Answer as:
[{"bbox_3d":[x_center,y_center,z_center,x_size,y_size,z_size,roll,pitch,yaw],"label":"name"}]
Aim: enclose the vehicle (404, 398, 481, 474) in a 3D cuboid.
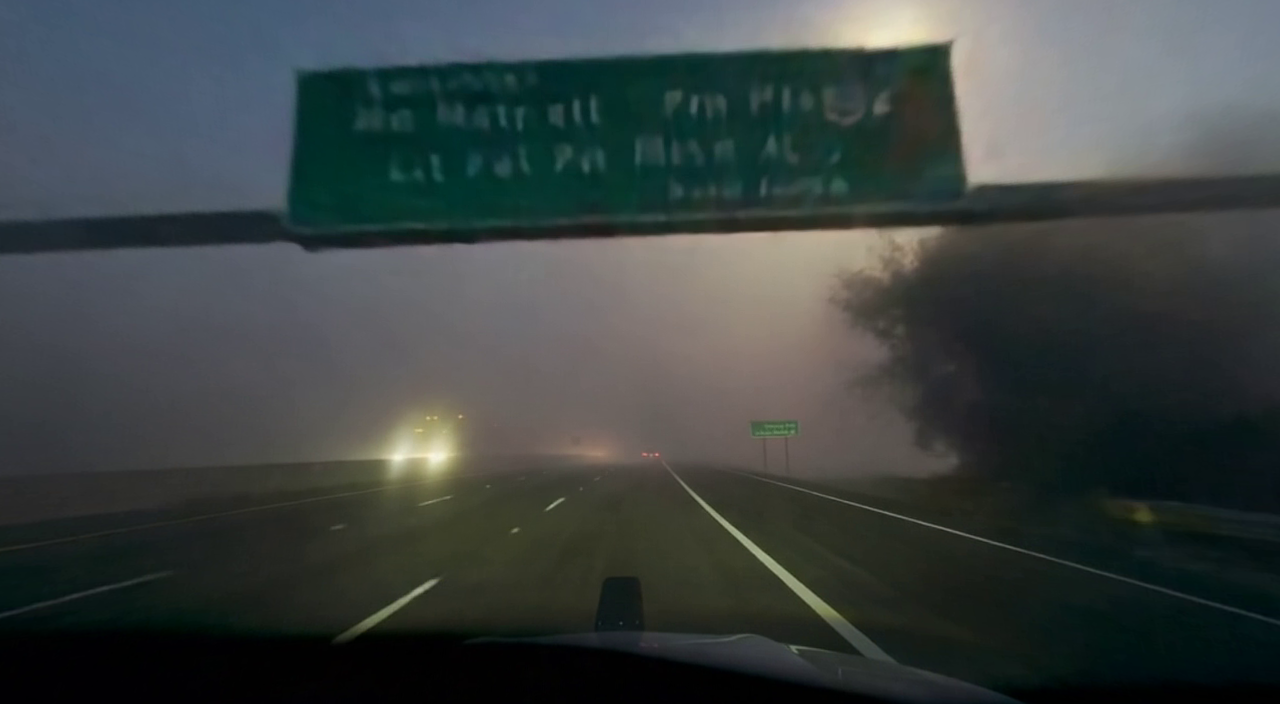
[{"bbox_3d":[-10.814,4.688,34.872,2.818,3.939,3.780,0,-9,1],"label":"vehicle"}]
